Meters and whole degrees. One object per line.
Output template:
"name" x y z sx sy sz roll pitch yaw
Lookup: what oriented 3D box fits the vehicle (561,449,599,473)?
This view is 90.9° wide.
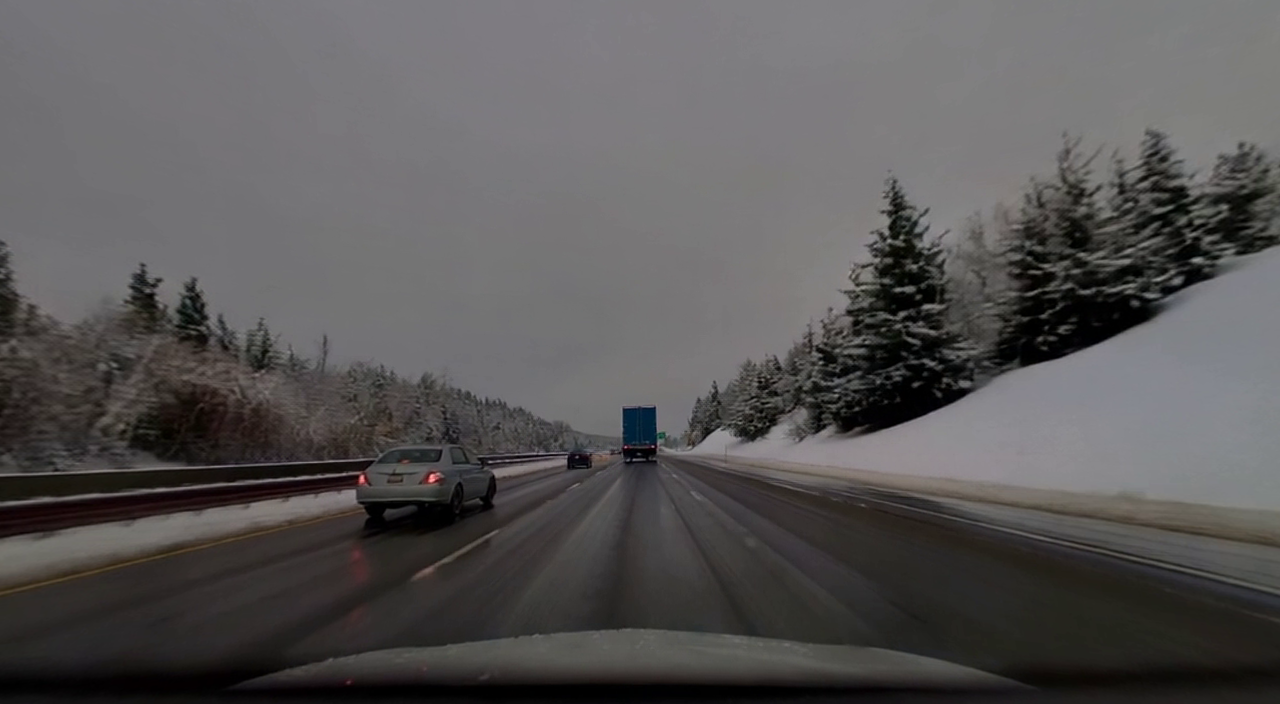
"vehicle" -3.757 6.908 40.221 1.981 1.435 4.199 0 -9 1

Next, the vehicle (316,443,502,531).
"vehicle" -4.369 2.610 12.809 2.010 1.461 4.391 0 -9 1

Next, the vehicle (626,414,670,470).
"vehicle" 0.527 6.573 45.683 2.893 3.628 9.081 0 -9 0
